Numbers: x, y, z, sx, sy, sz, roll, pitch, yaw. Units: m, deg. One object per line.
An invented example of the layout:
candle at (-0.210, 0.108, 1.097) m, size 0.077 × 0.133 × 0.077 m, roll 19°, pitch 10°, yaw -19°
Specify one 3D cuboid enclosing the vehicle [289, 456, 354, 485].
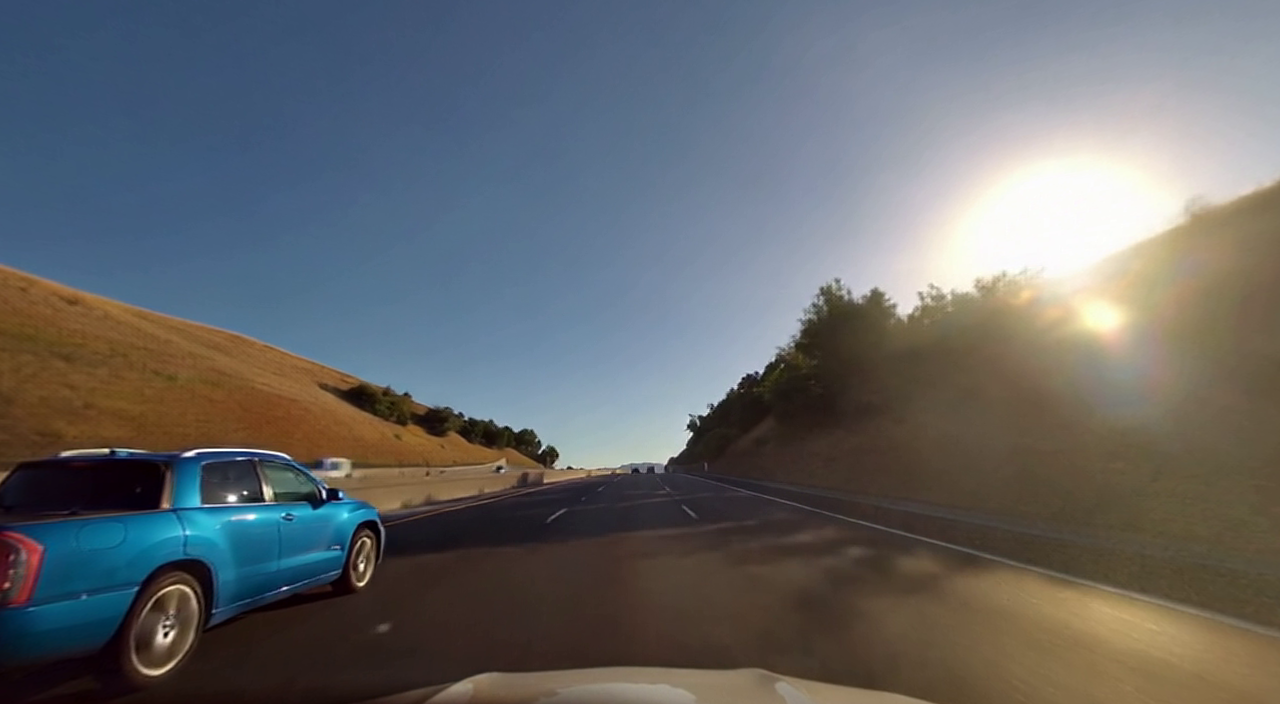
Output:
vehicle at (-19.234, 7.188, 38.199) m, size 1.852 × 1.654 × 3.850 m, roll 1°, pitch -10°, yaw 0°
